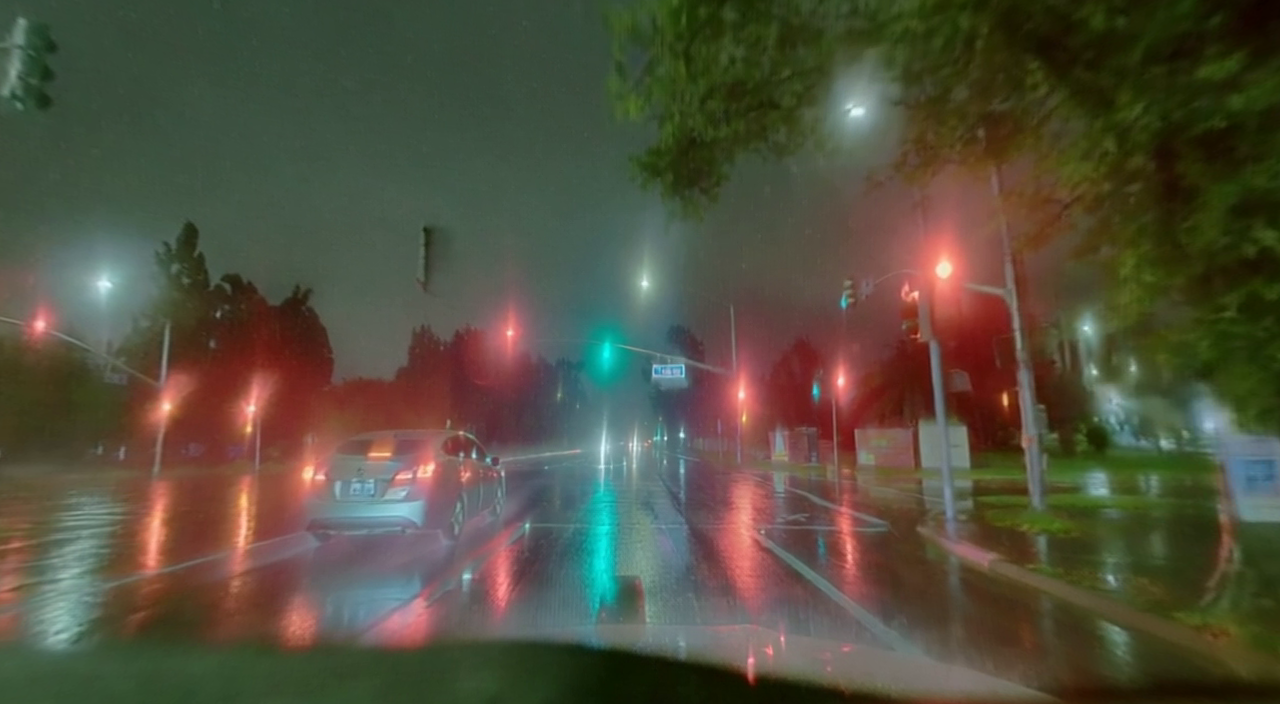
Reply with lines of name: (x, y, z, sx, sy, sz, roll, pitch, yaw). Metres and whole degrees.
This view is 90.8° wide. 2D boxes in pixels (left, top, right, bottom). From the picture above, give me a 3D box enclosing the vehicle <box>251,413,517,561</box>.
vehicle: (-3.247, 1.810, 9.225, 2.076, 1.599, 4.483, 0, -9, -1)
